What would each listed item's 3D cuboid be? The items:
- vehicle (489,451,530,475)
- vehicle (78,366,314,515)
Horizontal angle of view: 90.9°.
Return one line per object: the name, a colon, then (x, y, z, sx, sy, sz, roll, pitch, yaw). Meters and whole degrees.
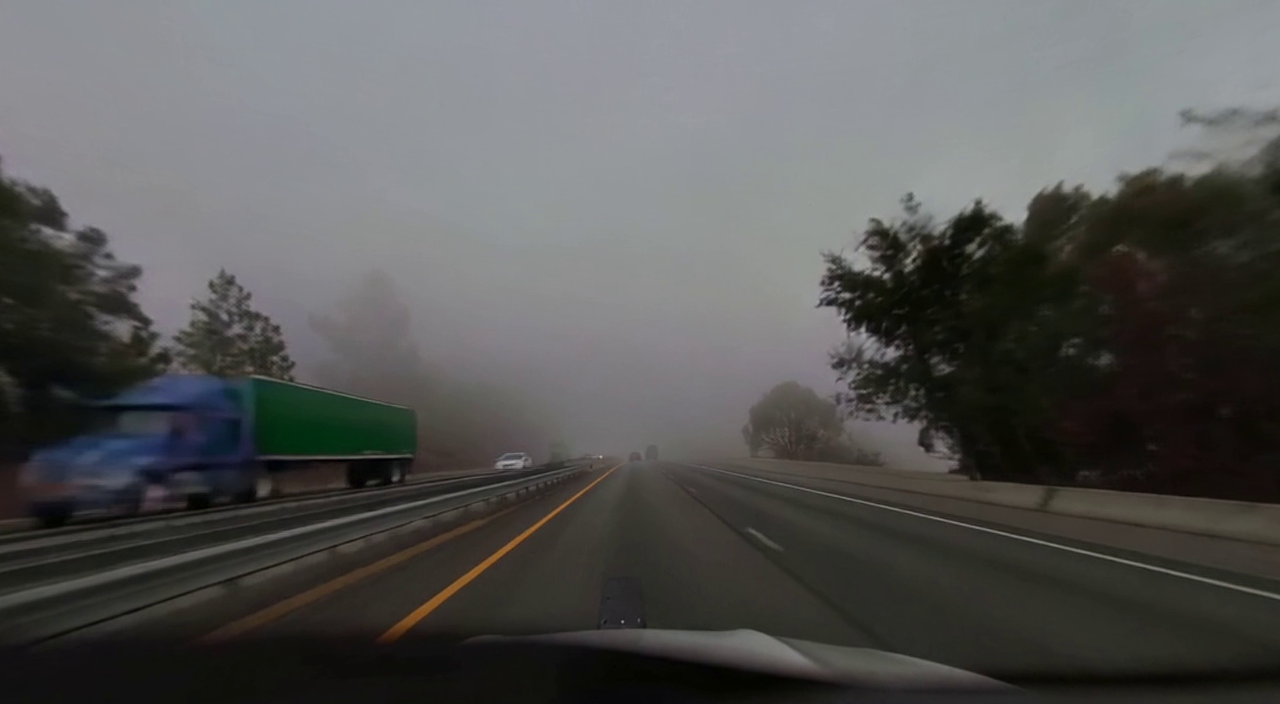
vehicle: (-8.698, 7.414, 42.194, 1.872, 1.517, 3.967, 0, -9, 0)
vehicle: (-13.506, 2.810, 20.002, 3.012, 3.998, 5.861, 0, -9, 0)
